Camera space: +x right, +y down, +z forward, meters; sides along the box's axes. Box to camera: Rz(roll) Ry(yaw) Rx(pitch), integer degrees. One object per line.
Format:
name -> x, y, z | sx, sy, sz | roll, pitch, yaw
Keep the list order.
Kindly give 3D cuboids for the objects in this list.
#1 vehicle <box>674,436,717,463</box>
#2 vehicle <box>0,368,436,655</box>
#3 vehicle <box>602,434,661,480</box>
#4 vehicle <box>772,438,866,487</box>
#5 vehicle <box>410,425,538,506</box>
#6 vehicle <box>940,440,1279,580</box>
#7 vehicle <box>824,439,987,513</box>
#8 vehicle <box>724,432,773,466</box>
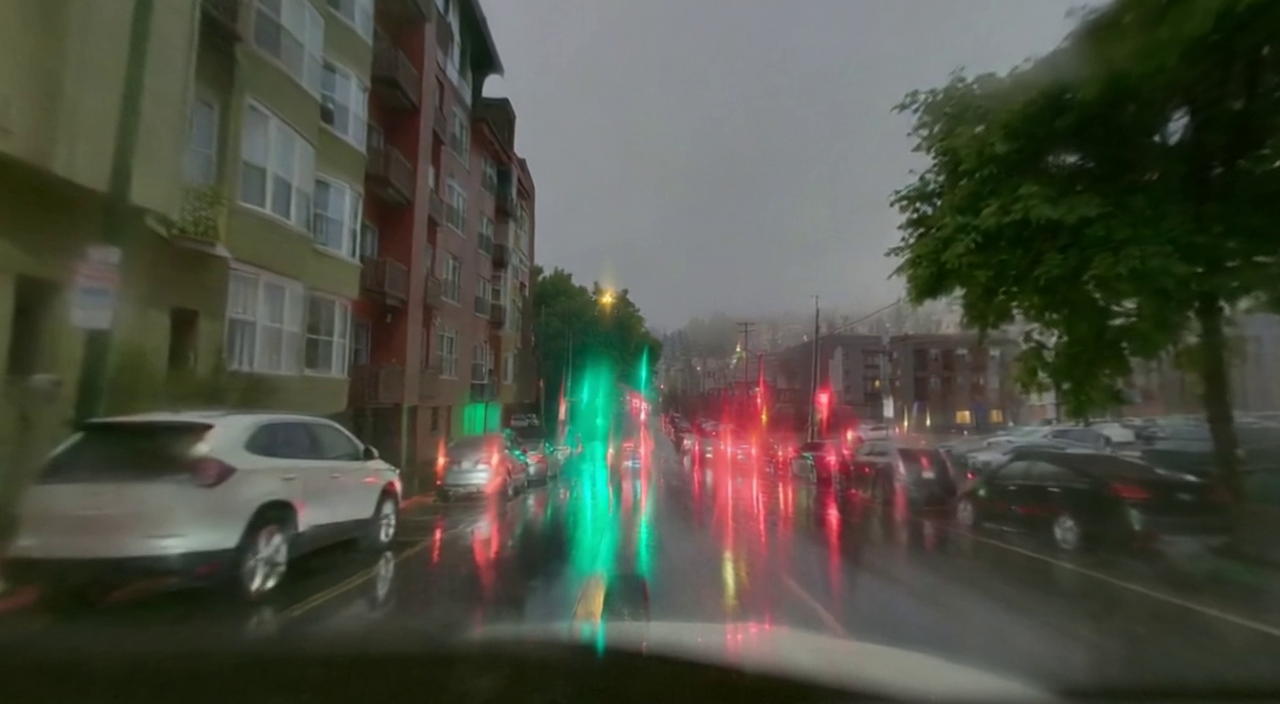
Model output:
vehicle -> 3.119, 5.601, 36.268 | 2.055, 1.450, 4.676 | 0, -8, 0
vehicle -> -3.668, 1.291, 6.079 | 1.975, 1.759, 4.250 | 0, -8, 0
vehicle -> -0.291, 3.718, 22.558 | 1.923, 1.460, 3.923 | 0, -8, -1
vehicle -> 6.045, 3.775, 21.831 | 1.938, 1.487, 4.371 | 0, -8, 0
vehicle -> -3.710, 2.604, 14.819 | 1.831, 1.650, 3.852 | 0, -8, 2
vehicle -> 6.157, 2.010, 8.884 | 1.814, 1.490, 4.109 | 0, -9, 0
vehicle -> 6.174, 2.911, 15.389 | 1.980, 1.518, 4.526 | 0, -8, 0
vehicle -> 6.029, 5.441, 35.516 | 1.999, 1.752, 4.502 | 0, -8, 0
